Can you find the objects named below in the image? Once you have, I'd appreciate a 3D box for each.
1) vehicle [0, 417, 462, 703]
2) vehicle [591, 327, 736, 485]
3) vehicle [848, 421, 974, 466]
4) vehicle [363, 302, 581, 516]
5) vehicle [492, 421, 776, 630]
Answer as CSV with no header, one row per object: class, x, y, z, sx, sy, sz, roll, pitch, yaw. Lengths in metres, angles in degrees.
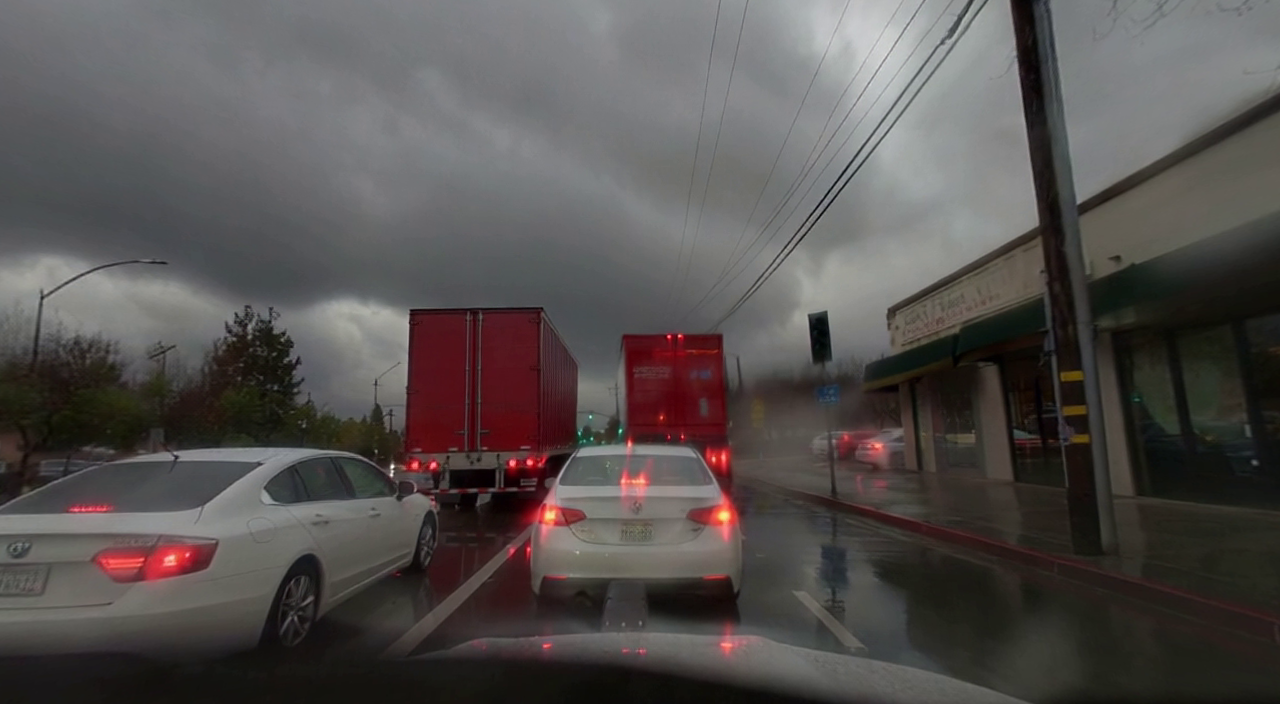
vehicle,-3.090,1.373,5.172,1.969,1.471,4.378,0,-8,0
vehicle,0.364,1.398,16.696,2.803,3.066,8.341,-2,-5,-1
vehicle,12.137,4.165,28.378,4.681,1.713,1.969,-3,-9,-1
vehicle,-3.265,1.487,14.646,3.020,3.800,7.105,0,-8,0
vehicle,-0.105,1.571,6.710,2.067,1.506,4.118,0,-8,-2
